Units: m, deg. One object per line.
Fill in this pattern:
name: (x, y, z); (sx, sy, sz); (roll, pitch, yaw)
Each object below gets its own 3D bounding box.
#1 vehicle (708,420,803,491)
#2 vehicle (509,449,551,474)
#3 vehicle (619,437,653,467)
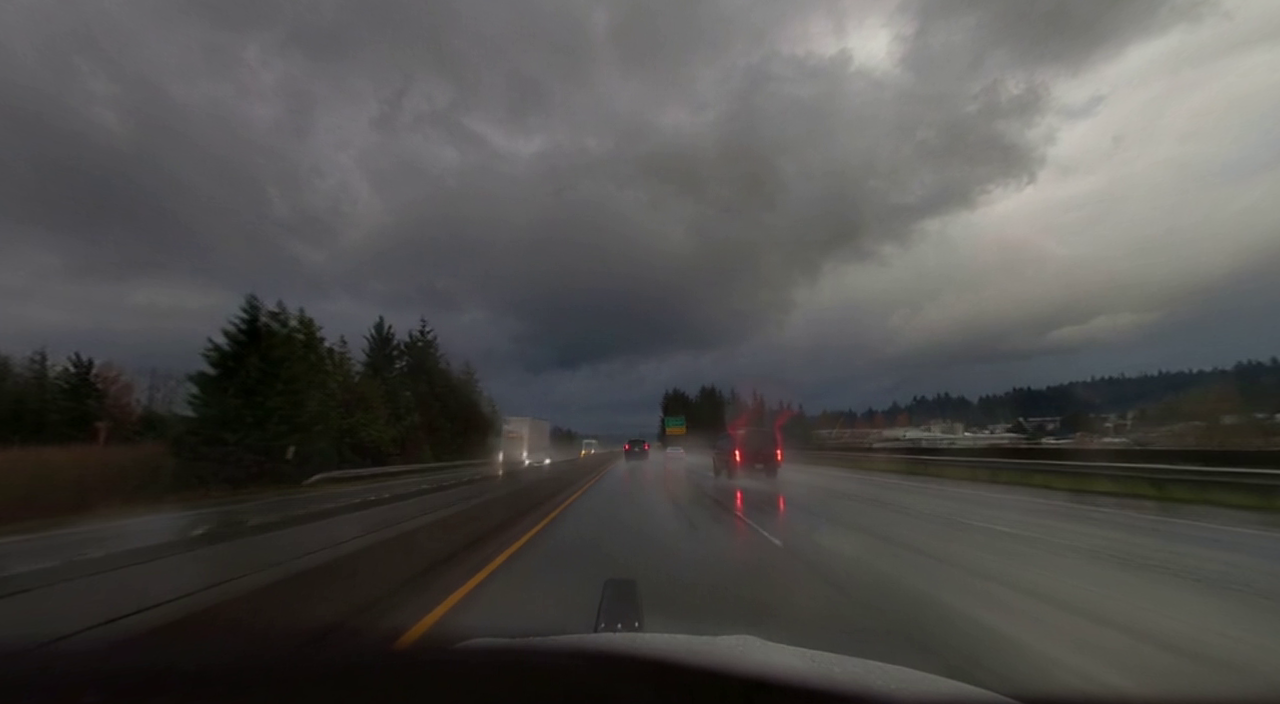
vehicle: (3.537, 3.278, 20.187); (1.981, 1.984, 4.623); (0, -9, -2)
vehicle: (-7.028, 7.064, 40.707); (1.901, 1.462, 4.439); (0, -9, 0)
vehicle: (-0.278, 6.833, 43.009); (2.192, 1.912, 4.524); (0, -9, -1)
